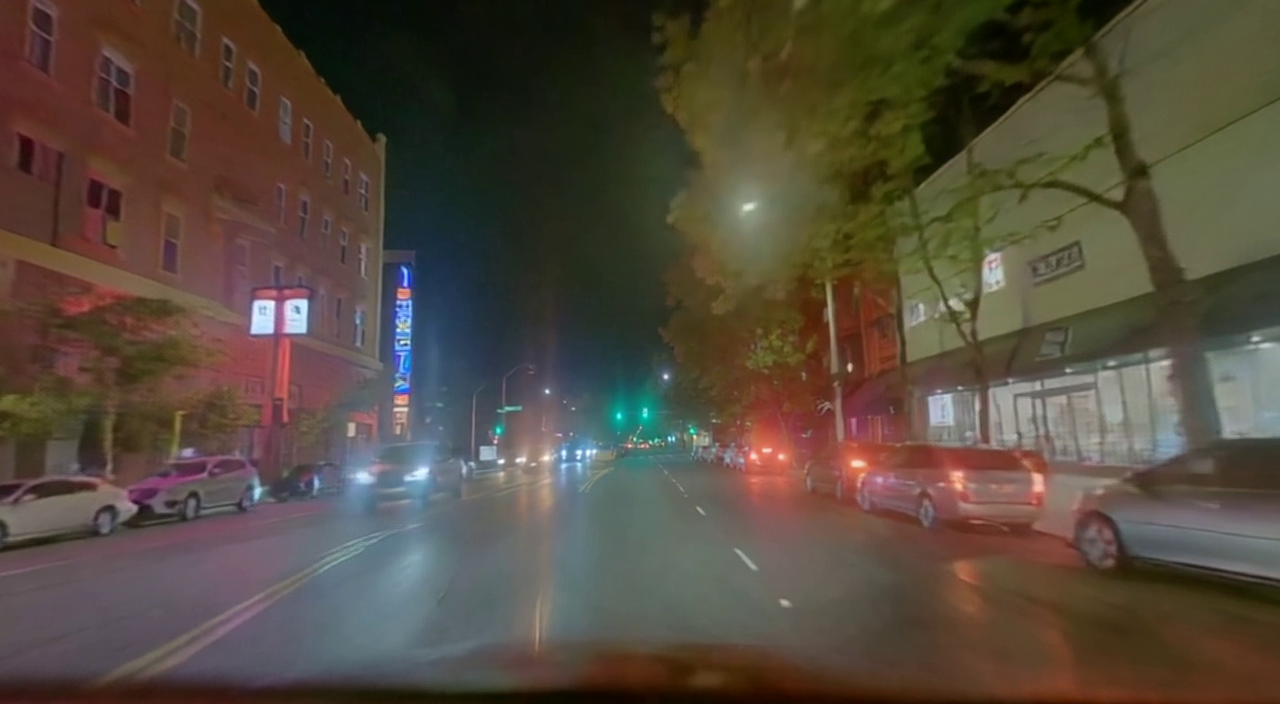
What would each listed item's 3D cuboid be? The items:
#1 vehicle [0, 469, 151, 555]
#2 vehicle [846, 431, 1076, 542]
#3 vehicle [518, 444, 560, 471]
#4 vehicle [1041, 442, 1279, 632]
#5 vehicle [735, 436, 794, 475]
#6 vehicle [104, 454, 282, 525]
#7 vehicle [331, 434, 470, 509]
[{"bbox_3d":[-12.501,3.162,12.602,1.868,1.418,4.415,-2,-9,1],"label":"vehicle"},{"bbox_3d":[5.564,2.358,11.773,1.899,1.642,4.463,0,-9,0],"label":"vehicle"},{"bbox_3d":[-6.232,6.566,39.502,1.898,1.532,4.337,-1,-9,0],"label":"vehicle"},{"bbox_3d":[5.844,1.500,5.376,1.787,1.463,4.506,0,-9,-2],"label":"vehicle"},{"bbox_3d":[6.036,5.078,31.142,2.047,1.720,4.353,0,-9,0],"label":"vehicle"},{"bbox_3d":[-12.009,3.660,17.395,1.834,1.643,4.110,-1,-9,1],"label":"vehicle"},{"bbox_3d":[-6.362,3.210,17.467,2.095,1.759,4.413,-1,-9,0],"label":"vehicle"}]
